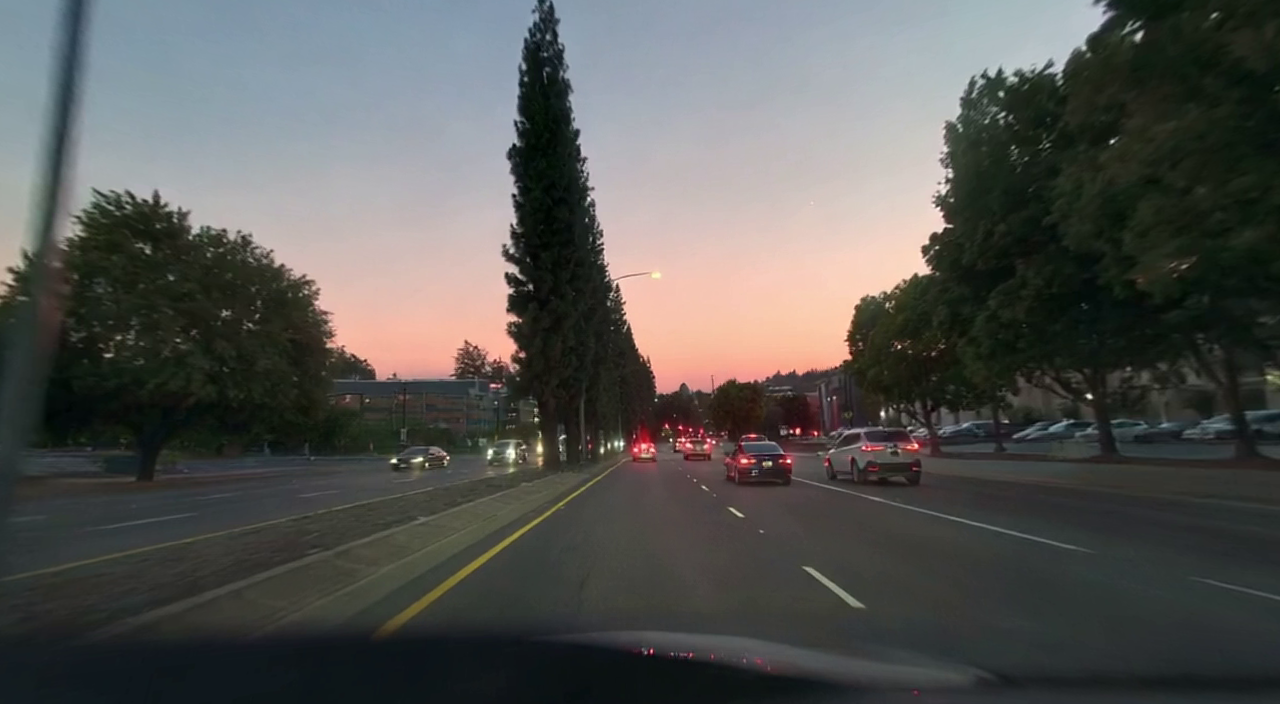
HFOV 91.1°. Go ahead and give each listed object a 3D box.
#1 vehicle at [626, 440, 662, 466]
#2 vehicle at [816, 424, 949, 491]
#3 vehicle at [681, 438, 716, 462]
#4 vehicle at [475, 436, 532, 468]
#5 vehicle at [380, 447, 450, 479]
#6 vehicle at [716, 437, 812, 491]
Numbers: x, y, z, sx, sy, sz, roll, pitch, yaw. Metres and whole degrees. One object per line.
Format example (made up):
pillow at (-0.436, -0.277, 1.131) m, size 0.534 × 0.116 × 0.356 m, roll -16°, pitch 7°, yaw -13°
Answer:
vehicle at (0.254, 6.216, 38.669) m, size 2.111 × 1.506 × 4.018 m, roll 0°, pitch -9°, yaw 0°
vehicle at (7.455, 3.303, 19.995) m, size 2.188 × 1.840 × 5.050 m, roll 0°, pitch -9°, yaw 0°
vehicle at (4.293, 7.276, 46.689) m, size 2.130 × 1.718 × 4.310 m, roll 0°, pitch -9°, yaw -1°
vehicle at (-7.973, 5.894, 37.126) m, size 2.116 × 1.747 × 4.727 m, roll 0°, pitch -9°, yaw 2°
vehicle at (-11.247, 5.547, 31.670) m, size 1.866 × 1.500 × 4.361 m, roll 0°, pitch -9°, yaw 1°
vehicle at (3.731, 3.463, 19.763) m, size 2.010 × 1.490 × 4.639 m, roll 0°, pitch -9°, yaw -1°
